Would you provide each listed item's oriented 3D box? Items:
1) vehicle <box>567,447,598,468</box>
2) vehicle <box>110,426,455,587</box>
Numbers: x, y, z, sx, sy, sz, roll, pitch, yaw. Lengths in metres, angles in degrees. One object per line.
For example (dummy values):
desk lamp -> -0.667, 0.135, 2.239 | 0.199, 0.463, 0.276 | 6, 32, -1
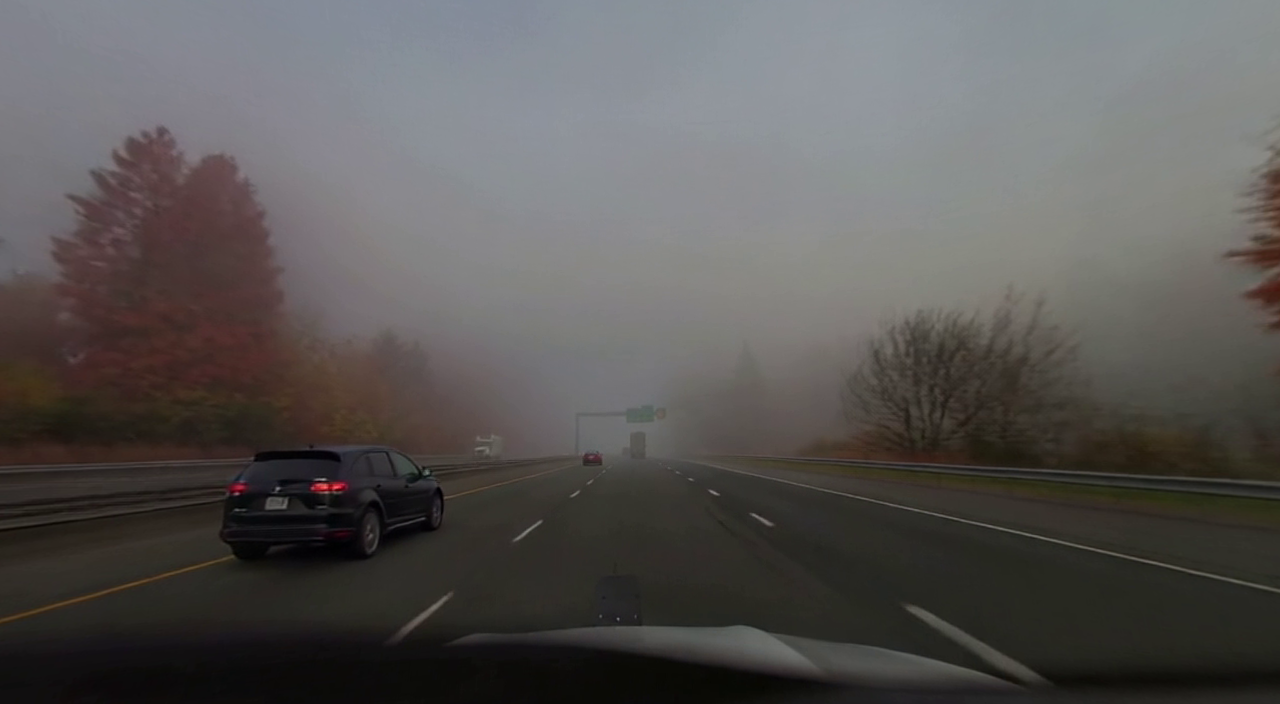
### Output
vehicle -> -4.307, 7.959, 47.391 | 1.963, 1.475, 3.665 | 0, -9, 0
vehicle -> -4.059, 1.811, 8.143 | 2.071, 1.525, 4.058 | 0, -9, 0
